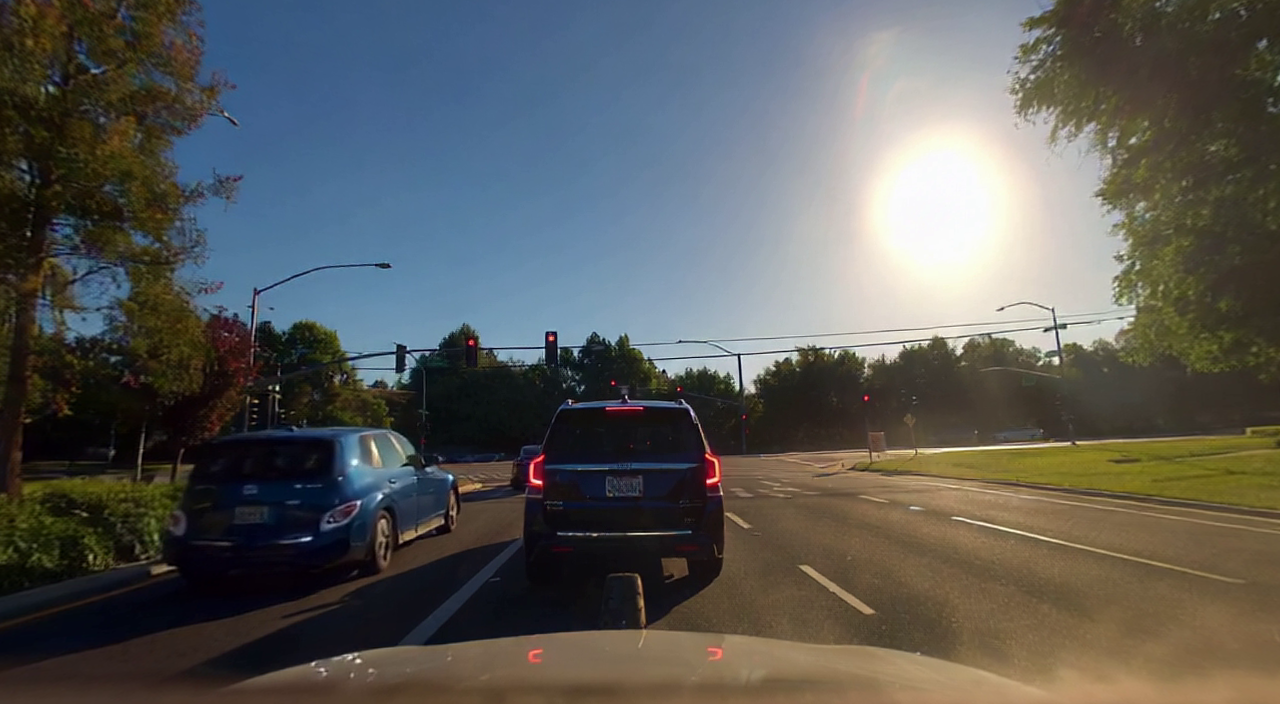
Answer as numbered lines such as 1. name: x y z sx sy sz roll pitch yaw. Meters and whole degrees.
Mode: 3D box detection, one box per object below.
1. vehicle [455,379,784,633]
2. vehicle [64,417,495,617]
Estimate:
1. vehicle: -0.169 1.380 6.573 2.298 1.770 4.138 0 -8 -1
2. vehicle: -3.333 1.636 7.425 2.061 1.504 5.142 0 -8 0
